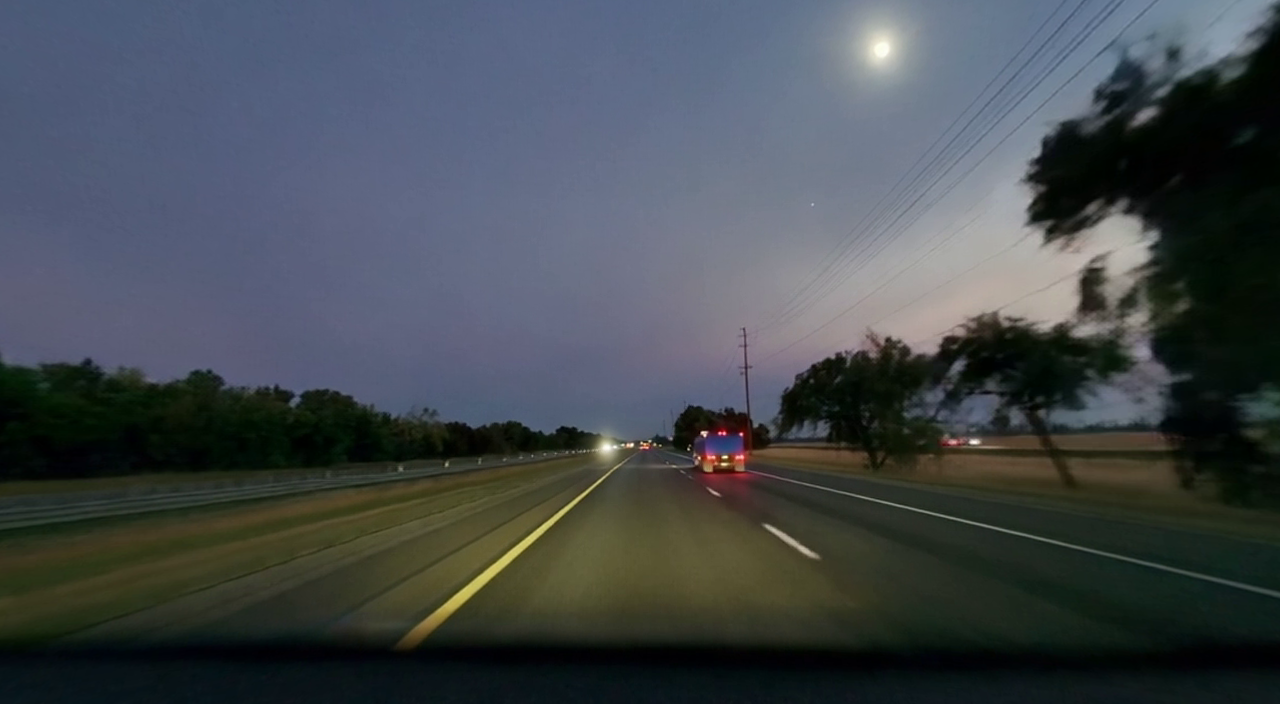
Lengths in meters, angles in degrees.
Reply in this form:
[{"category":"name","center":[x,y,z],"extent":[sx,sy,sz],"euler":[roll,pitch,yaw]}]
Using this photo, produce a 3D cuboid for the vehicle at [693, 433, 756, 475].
[{"category":"vehicle","center":[3.953,4.909,30.397],"extent":[2.228,1.852,5.449],"euler":[0,-8,-1]}]
